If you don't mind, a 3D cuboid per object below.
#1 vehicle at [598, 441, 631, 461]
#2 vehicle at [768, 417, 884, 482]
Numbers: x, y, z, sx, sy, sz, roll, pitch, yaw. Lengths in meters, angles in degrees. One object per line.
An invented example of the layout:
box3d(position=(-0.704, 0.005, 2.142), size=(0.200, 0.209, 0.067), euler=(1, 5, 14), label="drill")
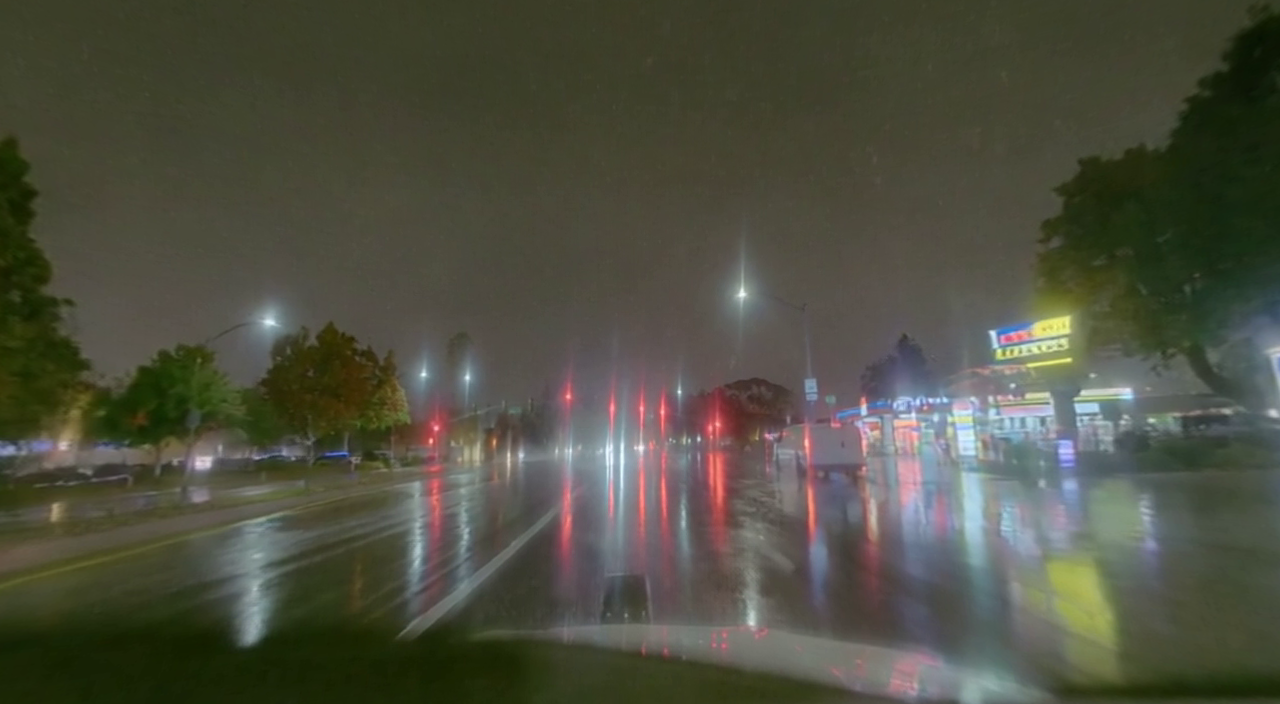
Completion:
box3d(position=(-1.967, 7.711, 49.302), size=(2.082, 1.460, 4.442), euler=(-1, -8, 4), label="vehicle")
box3d(position=(7.409, 4.016, 26.124), size=(2.764, 2.327, 6.492), euler=(0, -8, 0), label="vehicle")
